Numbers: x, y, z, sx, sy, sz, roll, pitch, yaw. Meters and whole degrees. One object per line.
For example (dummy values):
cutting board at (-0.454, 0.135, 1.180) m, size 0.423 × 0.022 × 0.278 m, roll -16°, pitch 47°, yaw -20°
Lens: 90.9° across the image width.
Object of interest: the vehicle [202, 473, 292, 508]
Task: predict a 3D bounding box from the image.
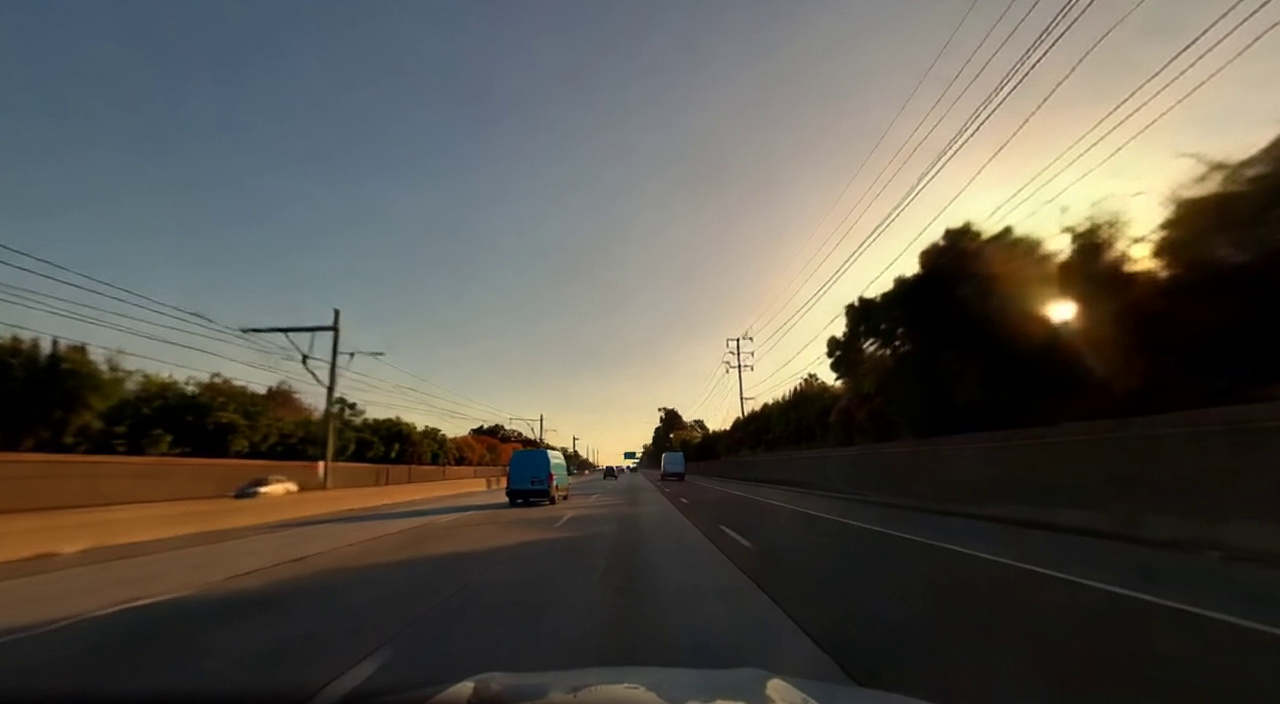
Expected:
vehicle at (-21.054, 7.431, 34.042) m, size 1.913 × 1.678 × 4.537 m, roll 1°, pitch -11°, yaw 0°

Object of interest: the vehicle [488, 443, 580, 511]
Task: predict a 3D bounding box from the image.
vehicle at (-3.404, 4.199, 21.348) m, size 2.324 × 2.008 × 4.654 m, roll 1°, pitch -11°, yaw 0°
